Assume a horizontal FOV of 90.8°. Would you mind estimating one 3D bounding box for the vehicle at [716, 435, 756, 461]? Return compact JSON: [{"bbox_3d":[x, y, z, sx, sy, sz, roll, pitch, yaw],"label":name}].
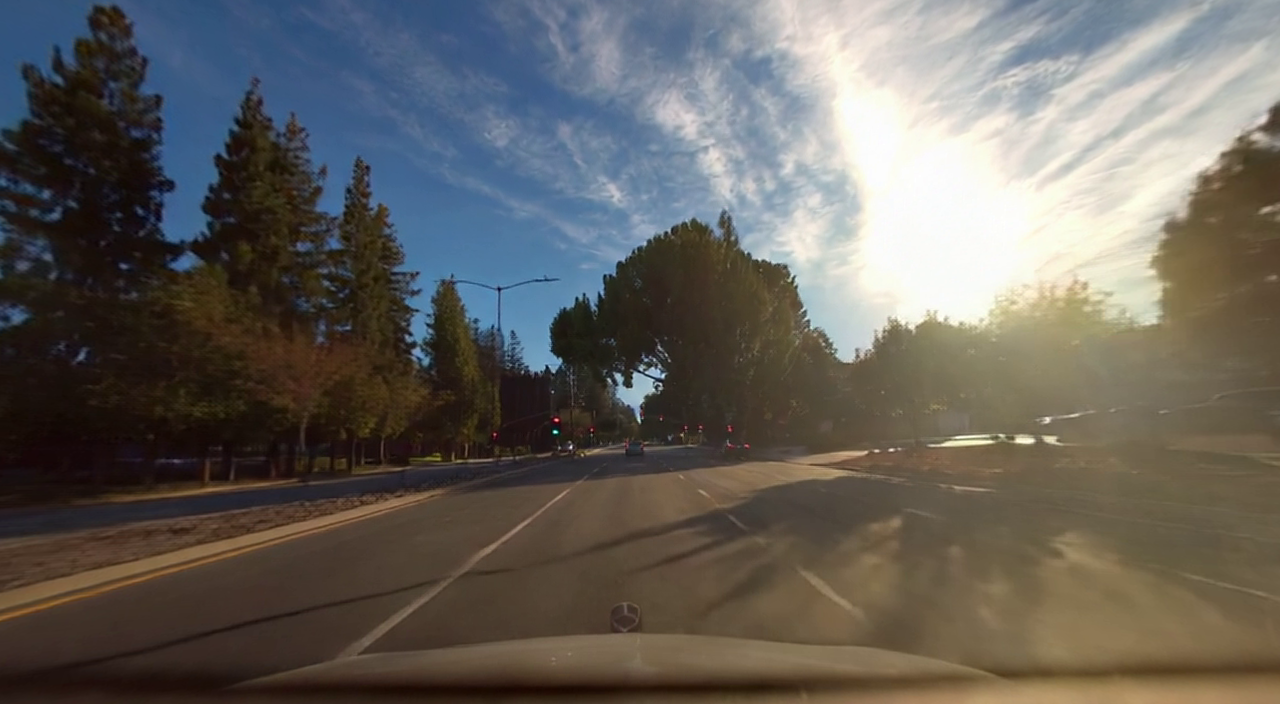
[{"bbox_3d":[6.753,6.843,44.939,2.011,1.710,4.357,0,-9,-2],"label":"vehicle"}]
